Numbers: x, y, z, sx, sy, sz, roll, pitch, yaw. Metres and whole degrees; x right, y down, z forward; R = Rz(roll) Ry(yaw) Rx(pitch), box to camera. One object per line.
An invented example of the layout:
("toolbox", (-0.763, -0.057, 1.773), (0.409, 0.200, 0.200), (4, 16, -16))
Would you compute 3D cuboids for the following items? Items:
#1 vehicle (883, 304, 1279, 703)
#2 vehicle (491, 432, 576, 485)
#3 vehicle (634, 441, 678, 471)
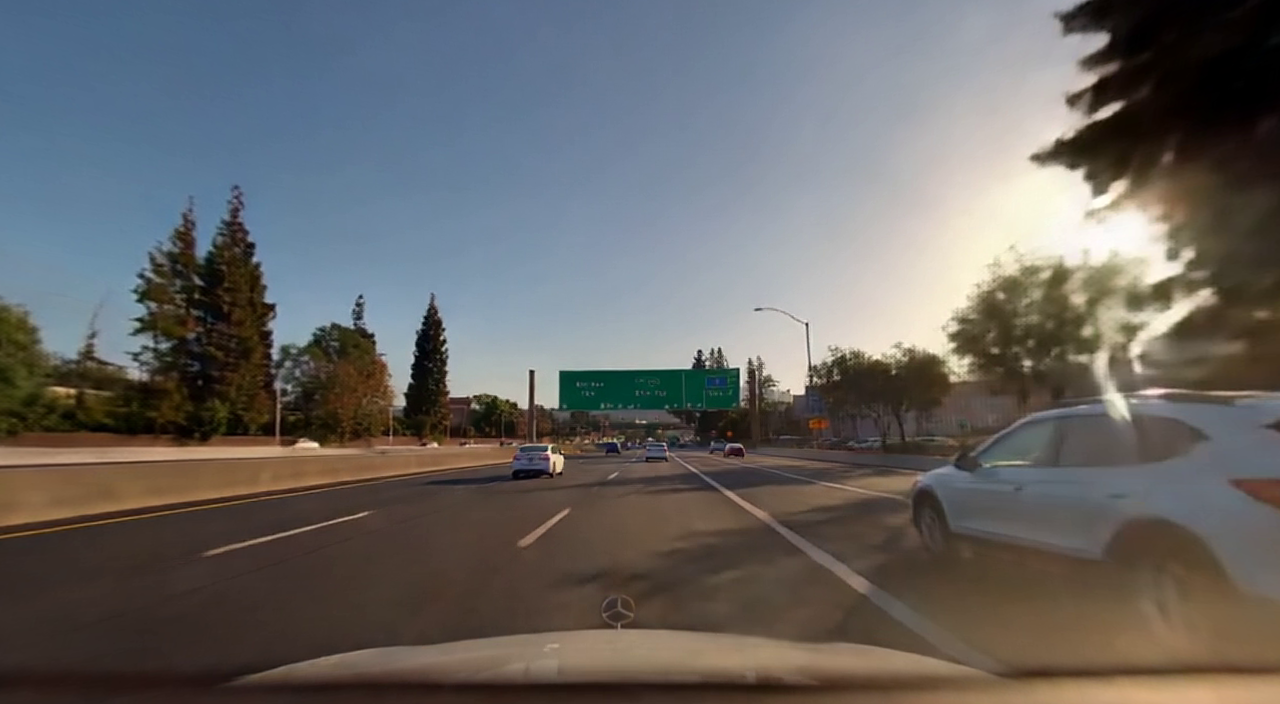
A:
("vehicle", (3.673, 0.927, 3.621), (2.463, 1.851, 5.122), (0, -8, -1))
("vehicle", (-3.665, 3.760, 22.666), (2.260, 1.706, 4.177), (0, -8, 1))
("vehicle", (0.824, 5.488, 33.533), (2.146, 1.485, 4.332), (0, -8, 1))
